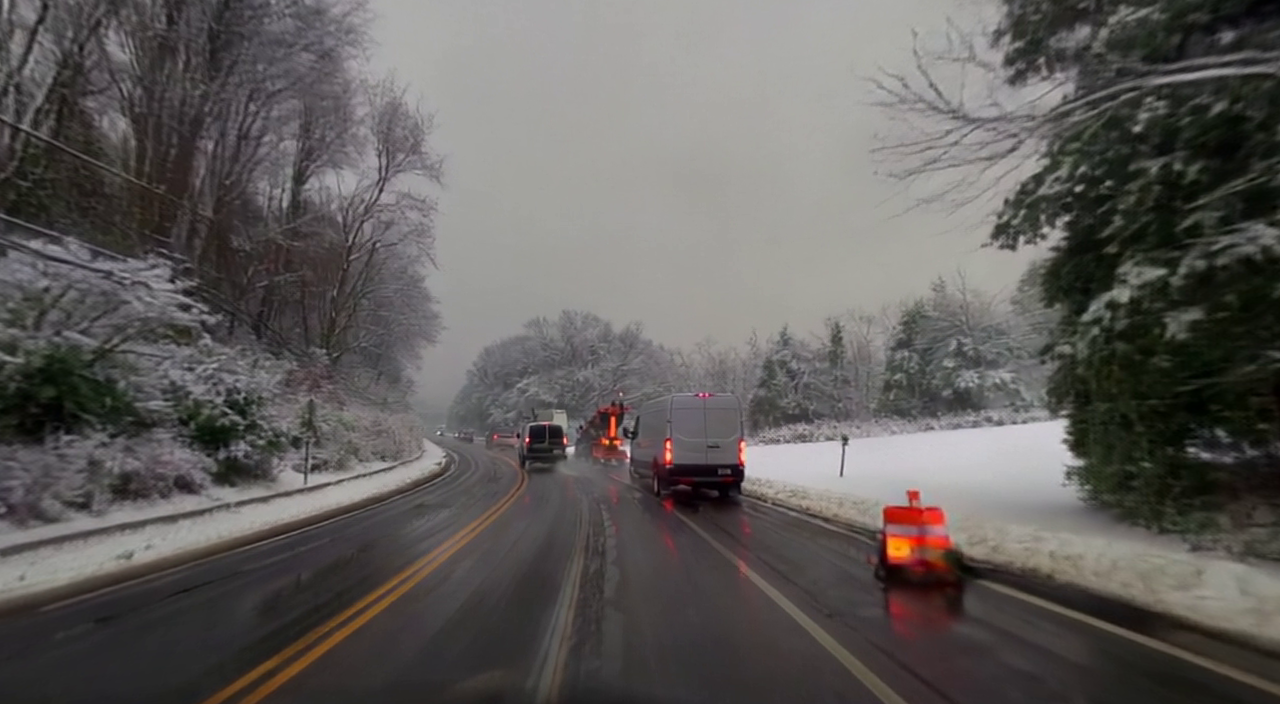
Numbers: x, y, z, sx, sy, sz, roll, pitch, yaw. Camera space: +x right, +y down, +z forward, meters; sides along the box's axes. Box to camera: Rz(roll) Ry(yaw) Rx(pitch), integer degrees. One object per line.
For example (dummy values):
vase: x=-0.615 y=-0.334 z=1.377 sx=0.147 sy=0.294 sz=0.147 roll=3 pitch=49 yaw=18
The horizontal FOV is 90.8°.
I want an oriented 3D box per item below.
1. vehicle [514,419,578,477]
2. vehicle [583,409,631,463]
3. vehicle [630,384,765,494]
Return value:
vehicle: x=-4.139 y=4.100 z=27.053 sx=2.362 sy=2.223 sz=4.892 roll=2 pitch=-9 yaw=-12
vehicle: x=-2.074 y=5.147 z=38.341 sx=2.703 sy=3.066 sz=4.047 roll=1 pitch=-8 yaw=-6
vehicle: x=1.698 y=3.183 z=23.520 sx=3.126 sy=3.310 sz=8.534 roll=1 pitch=-8 yaw=-8
